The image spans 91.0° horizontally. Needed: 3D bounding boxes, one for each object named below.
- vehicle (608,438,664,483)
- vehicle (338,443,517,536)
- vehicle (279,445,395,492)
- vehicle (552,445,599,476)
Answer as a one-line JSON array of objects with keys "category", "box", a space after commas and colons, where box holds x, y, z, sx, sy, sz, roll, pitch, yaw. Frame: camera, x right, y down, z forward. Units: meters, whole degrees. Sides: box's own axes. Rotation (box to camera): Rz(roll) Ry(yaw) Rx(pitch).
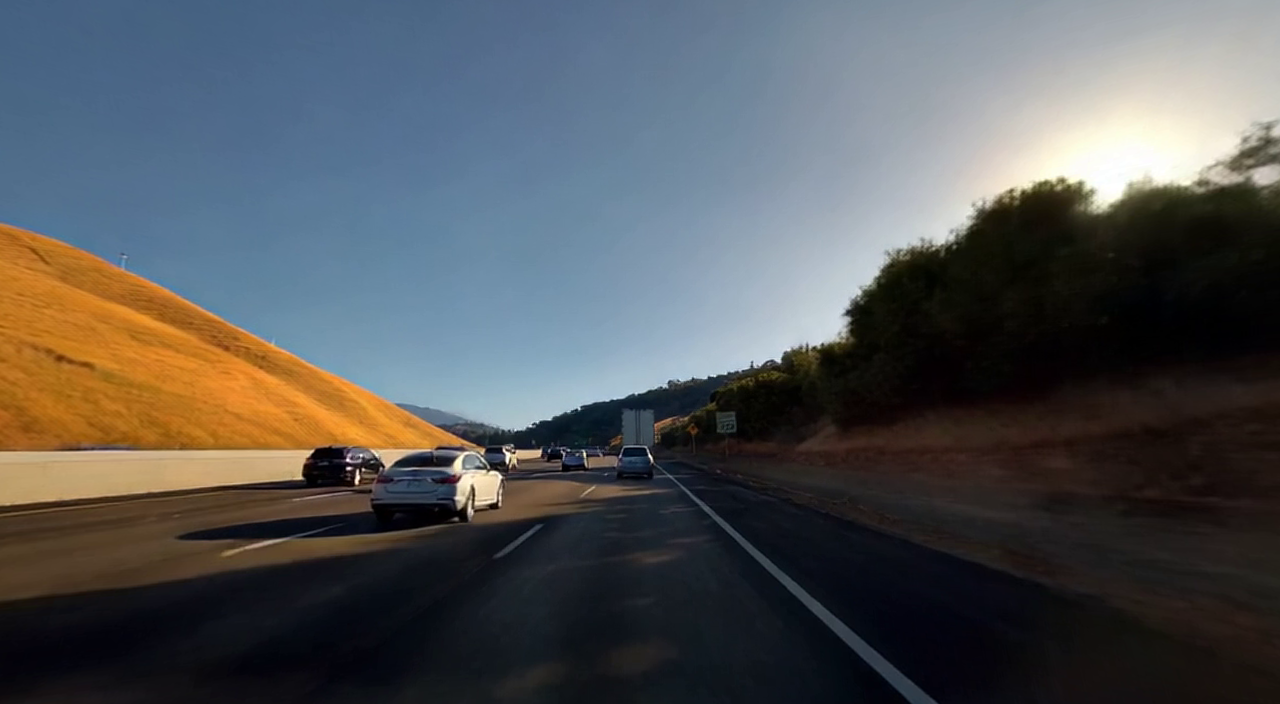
[{"category": "vehicle", "box": [-0.166, 4.790, 28.001, 2.281, 1.795, 4.297, 1, -9, 0]}, {"category": "vehicle", "box": [-3.931, 2.598, 12.609, 1.943, 1.468, 4.547, 0, -9, 1]}, {"category": "vehicle", "box": [-10.931, 4.207, 23.155, 1.950, 1.507, 4.527, 0, -9, 1]}, {"category": "vehicle", "box": [-3.650, 6.254, 36.636, 2.155, 1.661, 4.477, 0, -9, 1]}]
